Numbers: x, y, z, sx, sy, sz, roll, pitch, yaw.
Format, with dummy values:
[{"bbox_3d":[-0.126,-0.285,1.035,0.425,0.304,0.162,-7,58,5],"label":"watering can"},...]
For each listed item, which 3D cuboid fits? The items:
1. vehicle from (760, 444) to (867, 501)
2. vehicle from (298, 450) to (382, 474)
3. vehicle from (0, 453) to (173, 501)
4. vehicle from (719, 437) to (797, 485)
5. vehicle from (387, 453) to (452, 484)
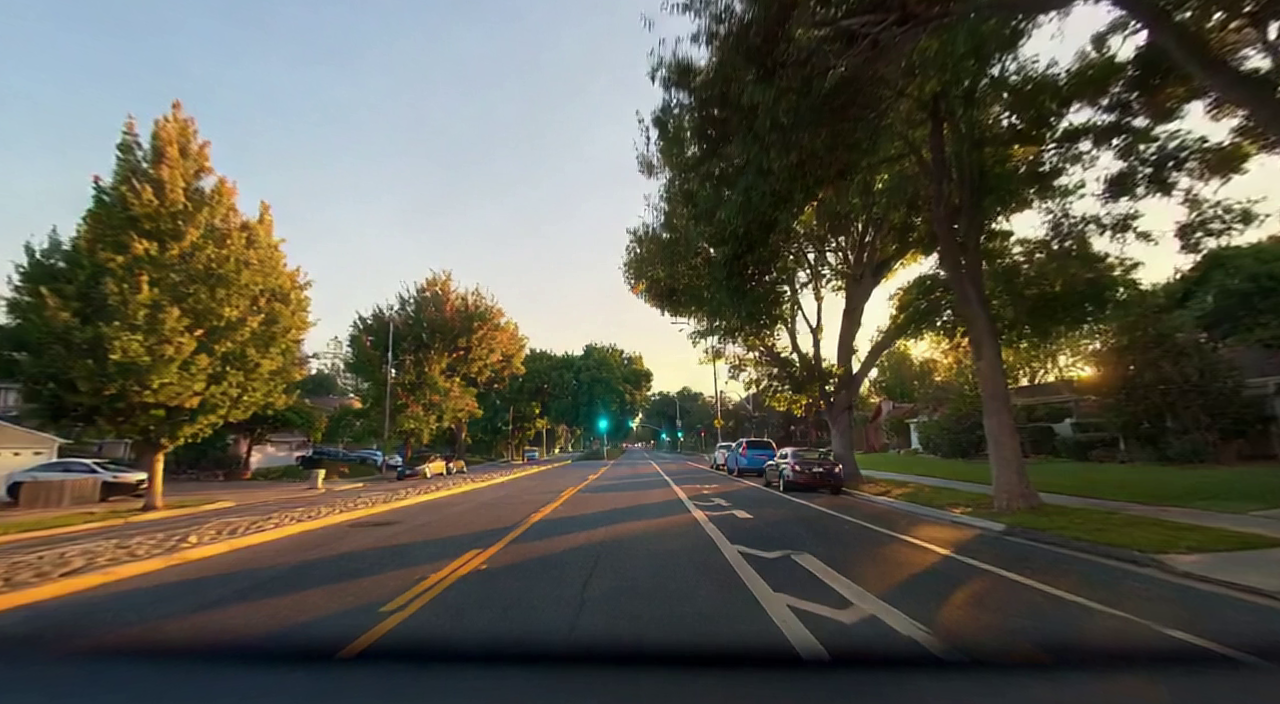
[{"bbox_3d":[4.919,3.457,18.594,1.928,1.431,4.570,0,-8,1],"label":"vehicle"},{"bbox_3d":[-20.839,7.641,43.919,4.715,1.560,2.131,0,-9,-1],"label":"vehicle"},{"bbox_3d":[-20.029,4.409,22.507,4.722,1.549,2.412,0,-8,-1],"label":"vehicle"},{"bbox_3d":[4.808,4.520,26.569,2.218,1.789,5.146,0,-8,-1],"label":"vehicle"},{"bbox_3d":[-12.497,6.611,36.053,1.983,1.513,4.662,-1,-8,1],"label":"vehicle"}]
